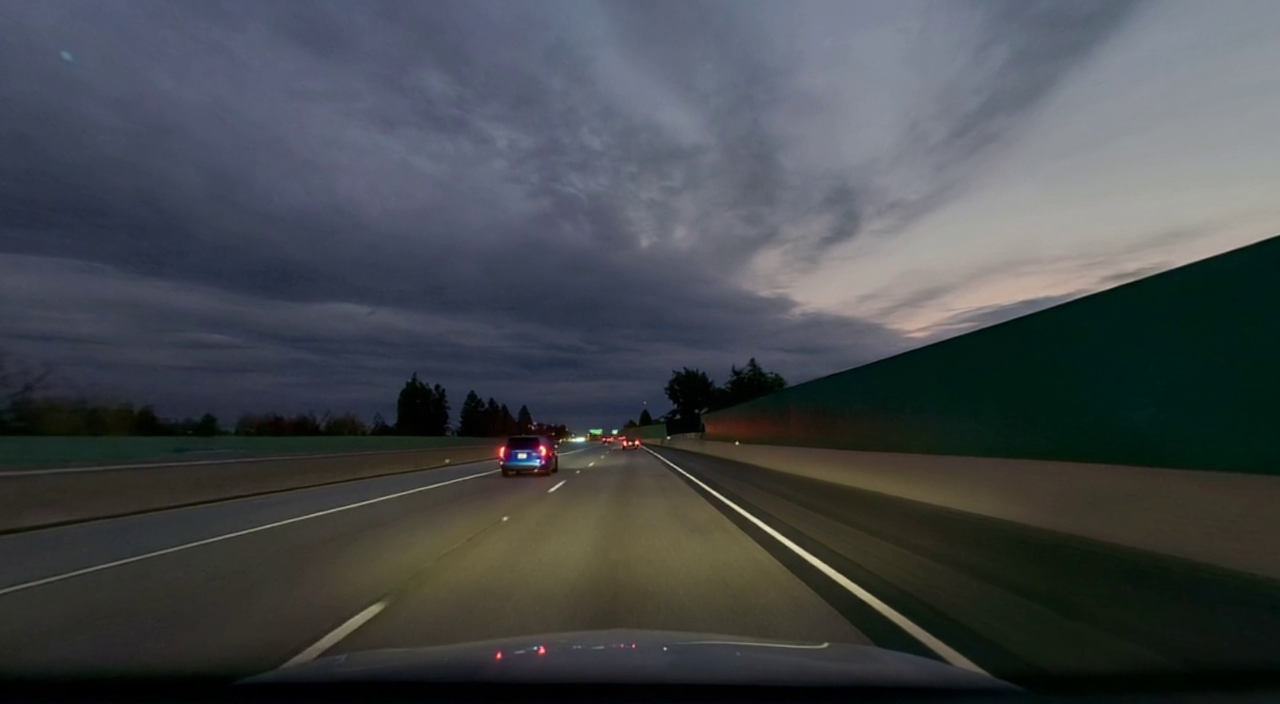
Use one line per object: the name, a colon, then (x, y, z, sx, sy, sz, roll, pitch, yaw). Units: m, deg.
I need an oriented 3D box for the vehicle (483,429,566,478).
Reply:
vehicle: (-3.935, 3.530, 22.345, 2.072, 1.545, 4.767, 0, -8, 0)

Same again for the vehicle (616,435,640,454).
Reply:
vehicle: (-0.925, 7.200, 49.254, 1.836, 1.450, 3.519, 0, -8, -1)
